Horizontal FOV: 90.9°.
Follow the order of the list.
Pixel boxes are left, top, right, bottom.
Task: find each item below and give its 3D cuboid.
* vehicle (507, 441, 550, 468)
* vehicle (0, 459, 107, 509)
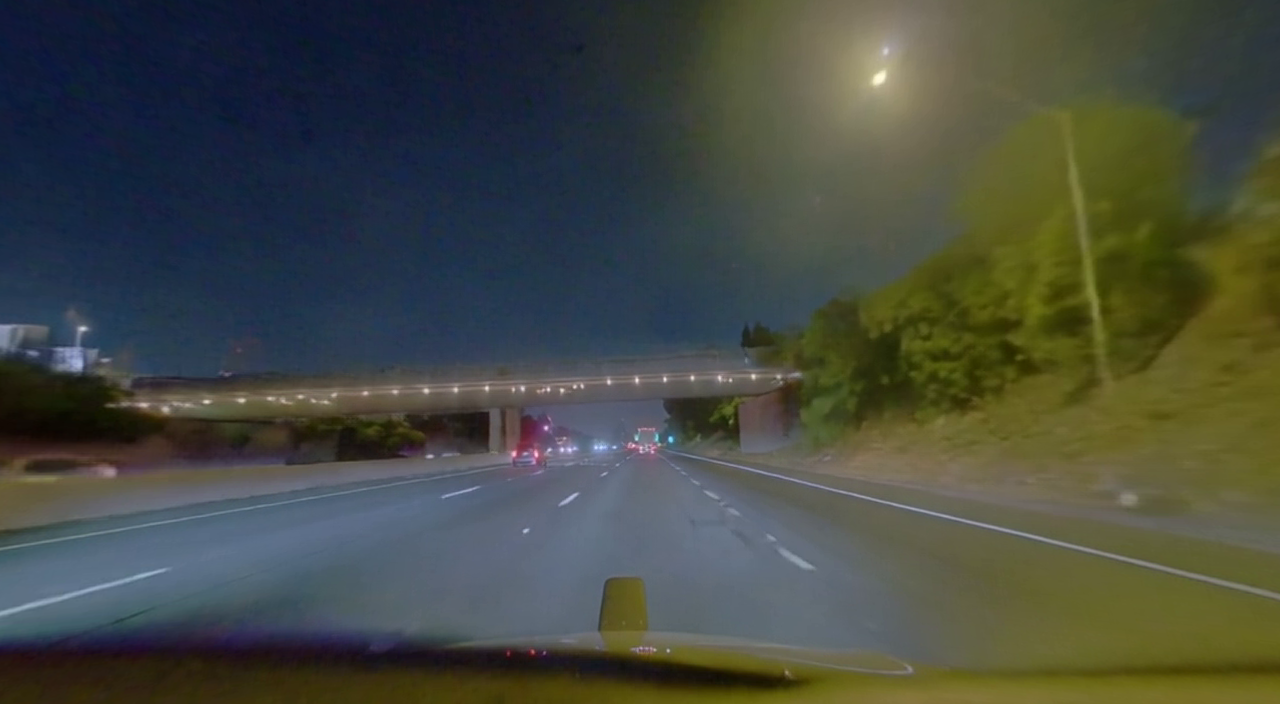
[{"bbox_3d":[-7.203,6.662,41.228,1.981,1.685,4.171,0,-8,1],"label":"vehicle"},{"bbox_3d":[-20.867,4.408,21.248,1.779,1.445,4.509,0,-8,1],"label":"vehicle"}]
